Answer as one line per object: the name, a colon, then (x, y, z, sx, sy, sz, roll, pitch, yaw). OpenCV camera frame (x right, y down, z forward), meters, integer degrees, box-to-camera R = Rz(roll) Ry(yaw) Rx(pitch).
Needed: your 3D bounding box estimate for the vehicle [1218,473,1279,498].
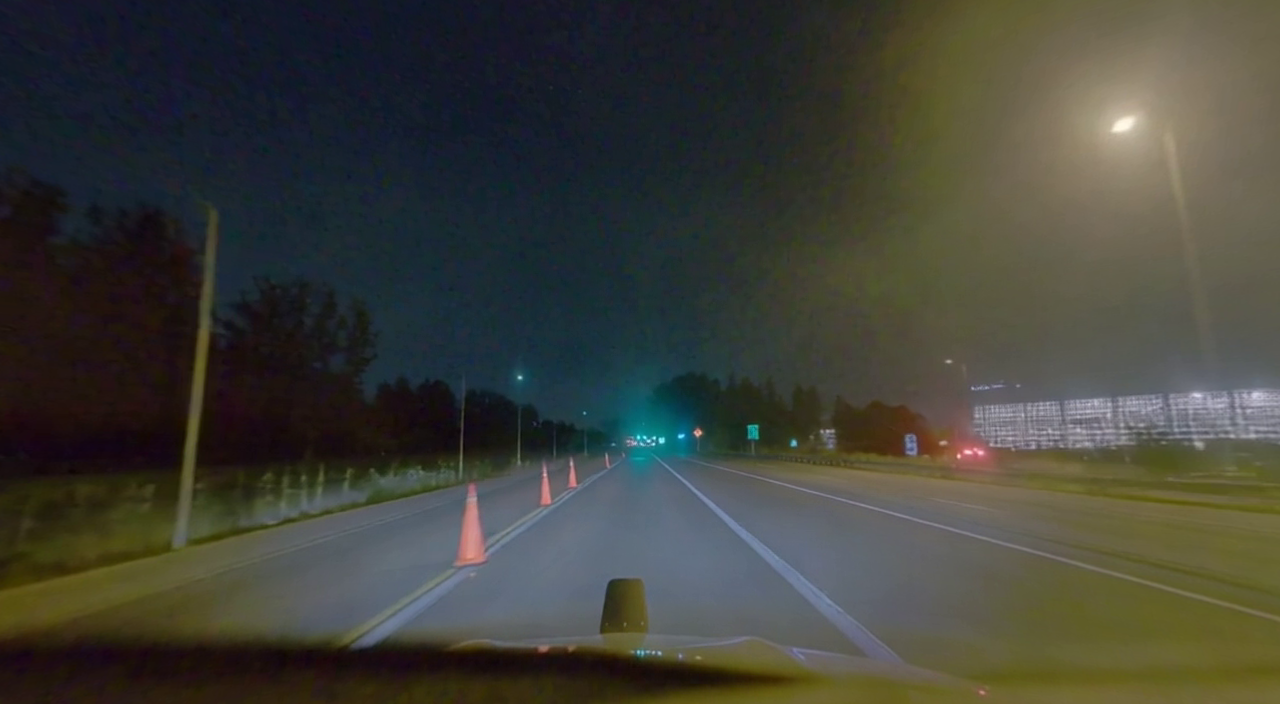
vehicle: (44.117, 9.503, 44.932, 4.270, 1.626, 1.897, 1, -9, -10)
